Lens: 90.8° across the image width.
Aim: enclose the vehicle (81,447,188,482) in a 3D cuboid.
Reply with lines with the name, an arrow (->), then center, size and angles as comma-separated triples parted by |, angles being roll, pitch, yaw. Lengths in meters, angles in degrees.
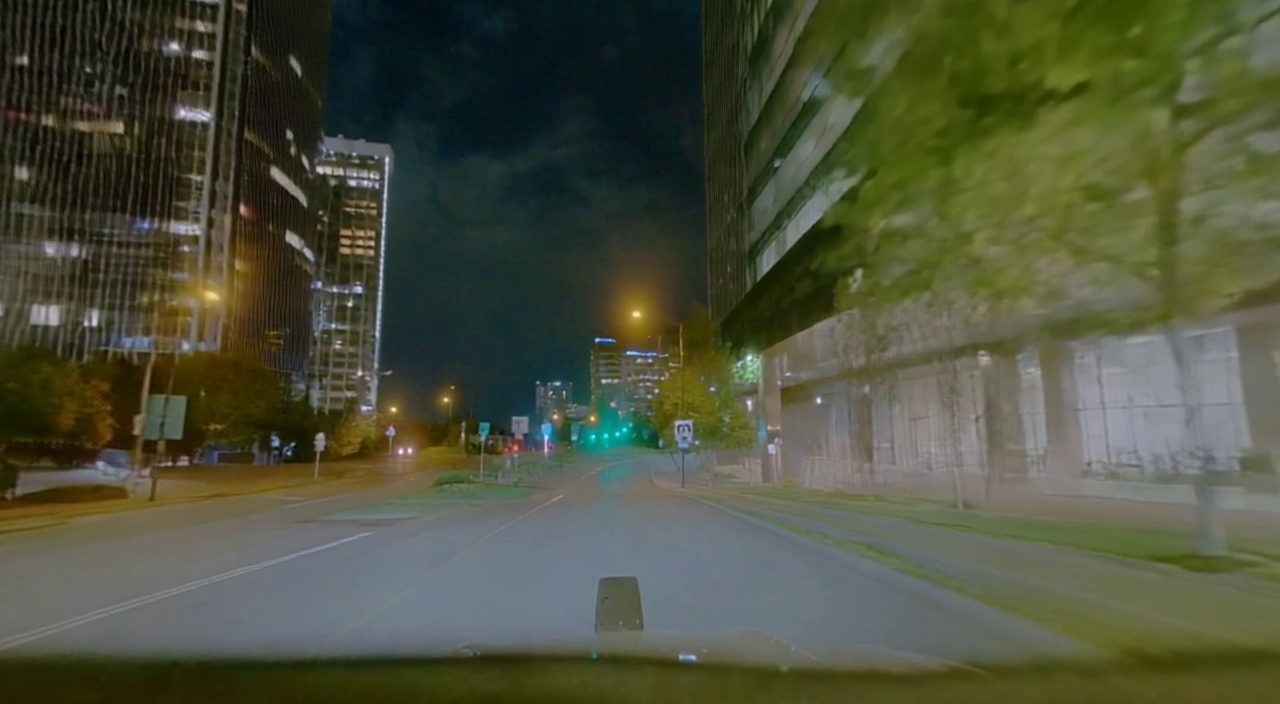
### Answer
vehicle -> -27.668, 6.102, 34.613 | 4.473, 1.778, 2.125 | -2, -9, 14
